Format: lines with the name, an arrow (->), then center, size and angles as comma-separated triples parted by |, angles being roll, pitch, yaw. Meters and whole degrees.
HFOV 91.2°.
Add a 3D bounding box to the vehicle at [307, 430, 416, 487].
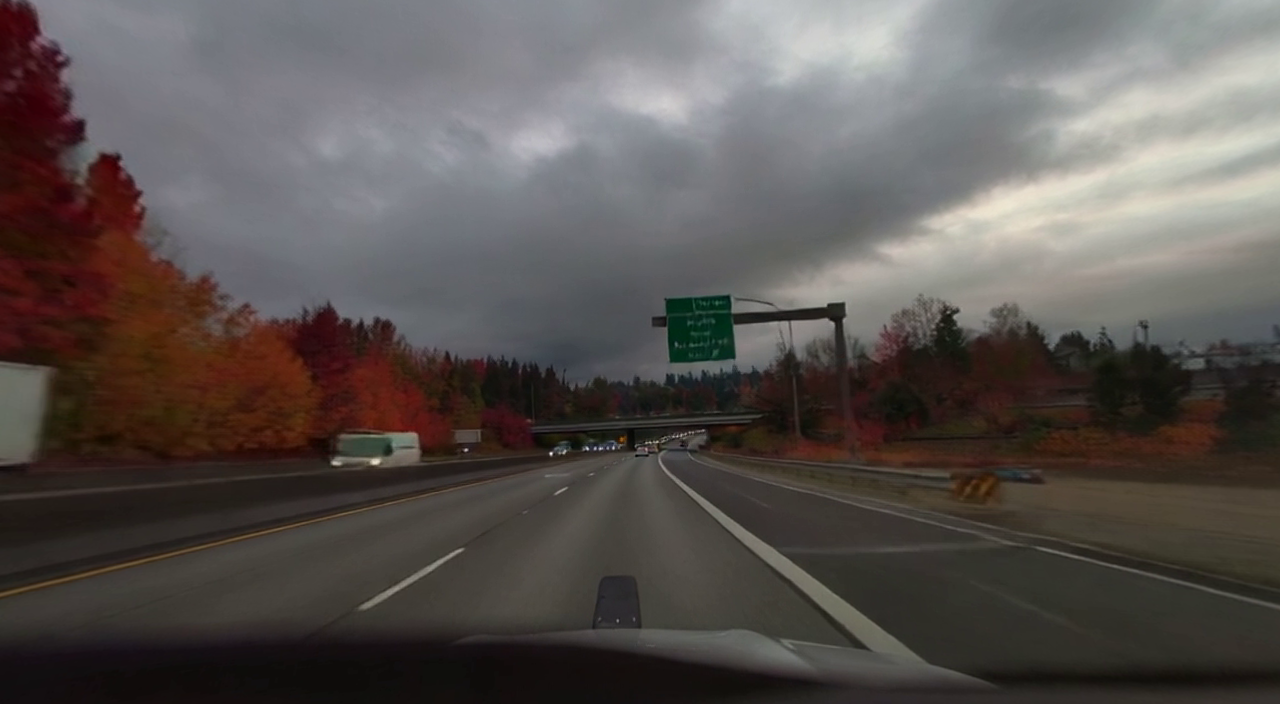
vehicle -> -12.890, 4.981, 29.584 | 2.347, 2.351, 5.933 | -1, -9, 1
